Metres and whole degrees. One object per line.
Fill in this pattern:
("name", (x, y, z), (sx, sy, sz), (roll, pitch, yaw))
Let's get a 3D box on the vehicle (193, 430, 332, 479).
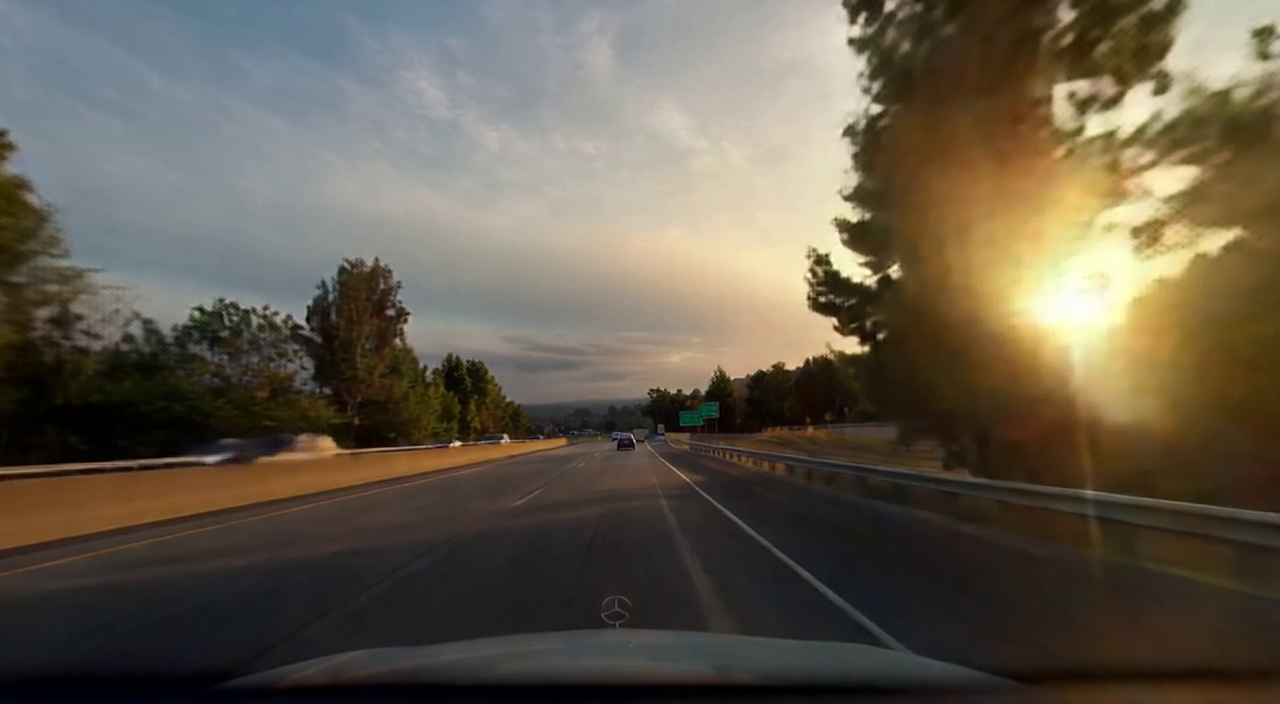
("vehicle", (-12.828, 3.484, 21.850), (1.981, 1.511, 4.613), (0, -8, -1))
